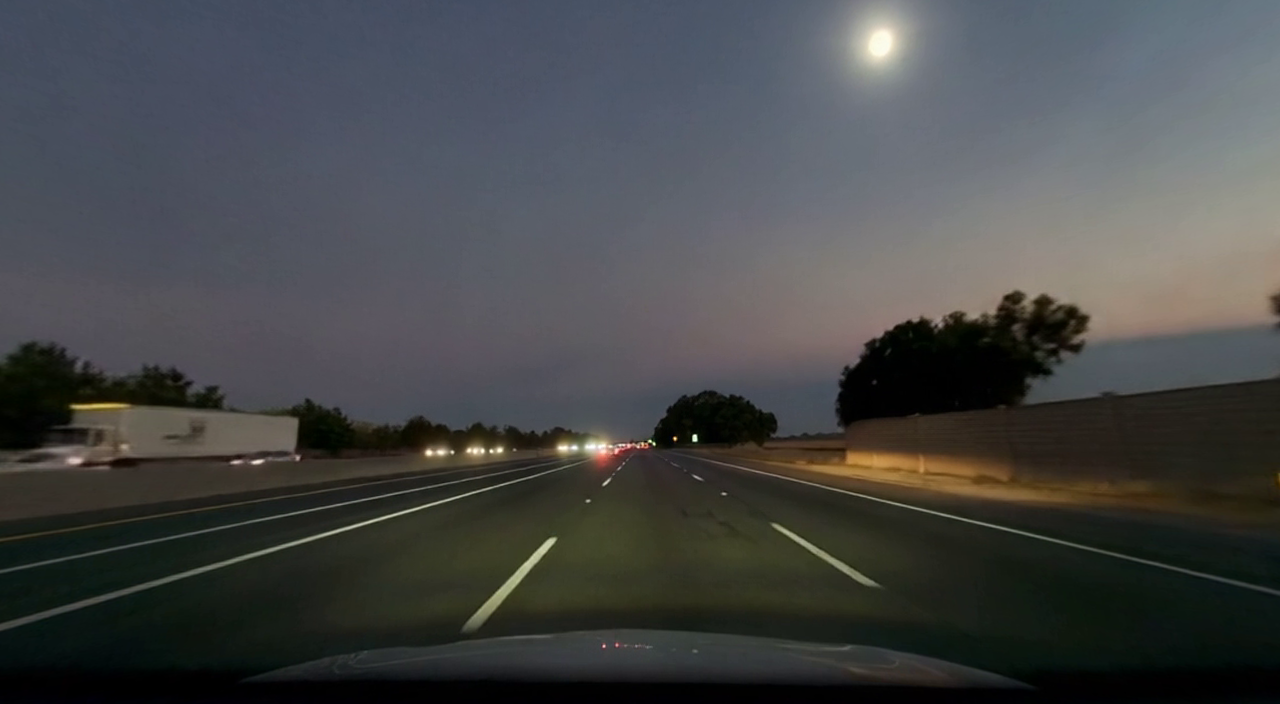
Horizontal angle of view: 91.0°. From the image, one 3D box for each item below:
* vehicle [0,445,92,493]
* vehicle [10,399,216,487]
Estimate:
[{"bbox_3d":[-24.506,4.508,24.531,1.969,1.731,4.753,0,-9,1],"label":"vehicle"},{"bbox_3d":[-28.567,5.081,35.105,3.036,4.207,9.501,0,-9,1],"label":"vehicle"}]
